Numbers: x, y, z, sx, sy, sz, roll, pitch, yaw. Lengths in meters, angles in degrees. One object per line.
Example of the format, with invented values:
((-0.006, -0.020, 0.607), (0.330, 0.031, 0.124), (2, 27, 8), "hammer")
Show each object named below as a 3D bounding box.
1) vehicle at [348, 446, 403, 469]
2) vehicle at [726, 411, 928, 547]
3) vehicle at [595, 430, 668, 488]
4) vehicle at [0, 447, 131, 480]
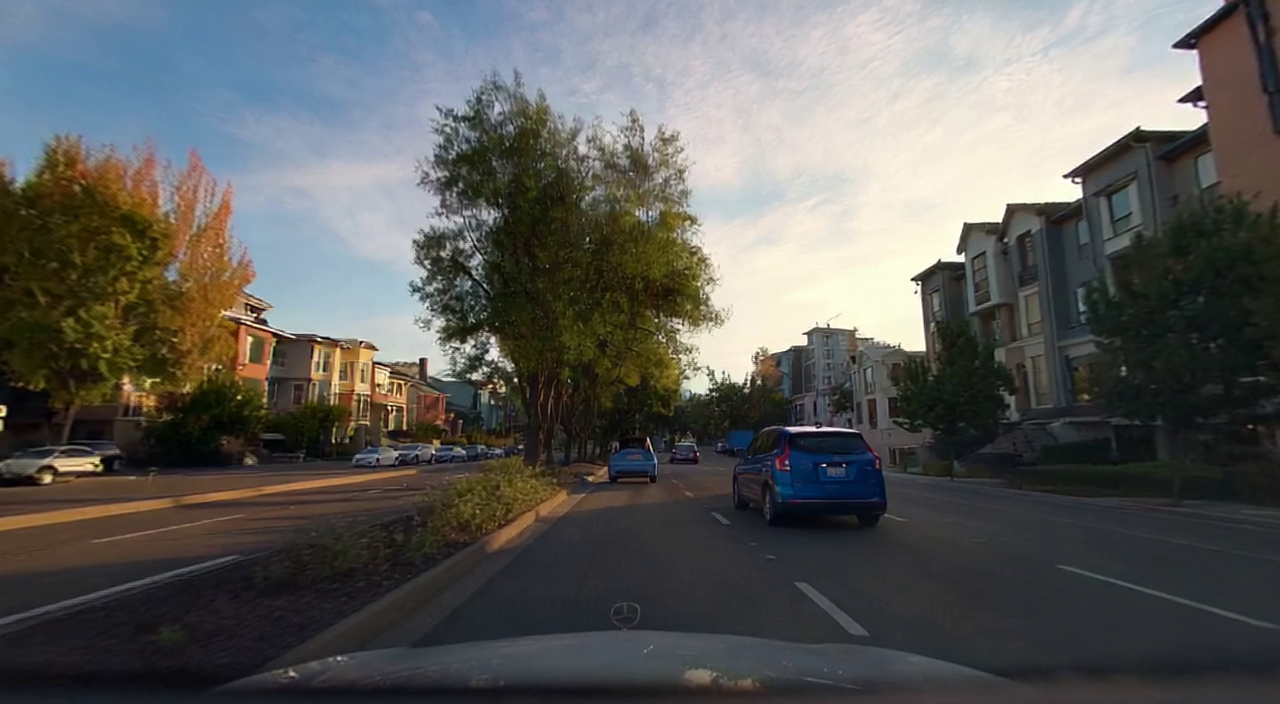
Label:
((-18.522, 7.437, 44.478), (1.954, 1.570, 4.828), (0, -10, -2), "vehicle")
((2.843, 2.062, 10.862), (2.033, 1.823, 4.409), (0, -9, -1), "vehicle")
((-0.227, 3.819, 22.894), (2.345, 1.841, 5.032), (0, -9, 1), "vehicle")
((-32.657, 6.238, 35.543), (5.796, 1.749, 2.493), (0, -9, 0), "vehicle")
